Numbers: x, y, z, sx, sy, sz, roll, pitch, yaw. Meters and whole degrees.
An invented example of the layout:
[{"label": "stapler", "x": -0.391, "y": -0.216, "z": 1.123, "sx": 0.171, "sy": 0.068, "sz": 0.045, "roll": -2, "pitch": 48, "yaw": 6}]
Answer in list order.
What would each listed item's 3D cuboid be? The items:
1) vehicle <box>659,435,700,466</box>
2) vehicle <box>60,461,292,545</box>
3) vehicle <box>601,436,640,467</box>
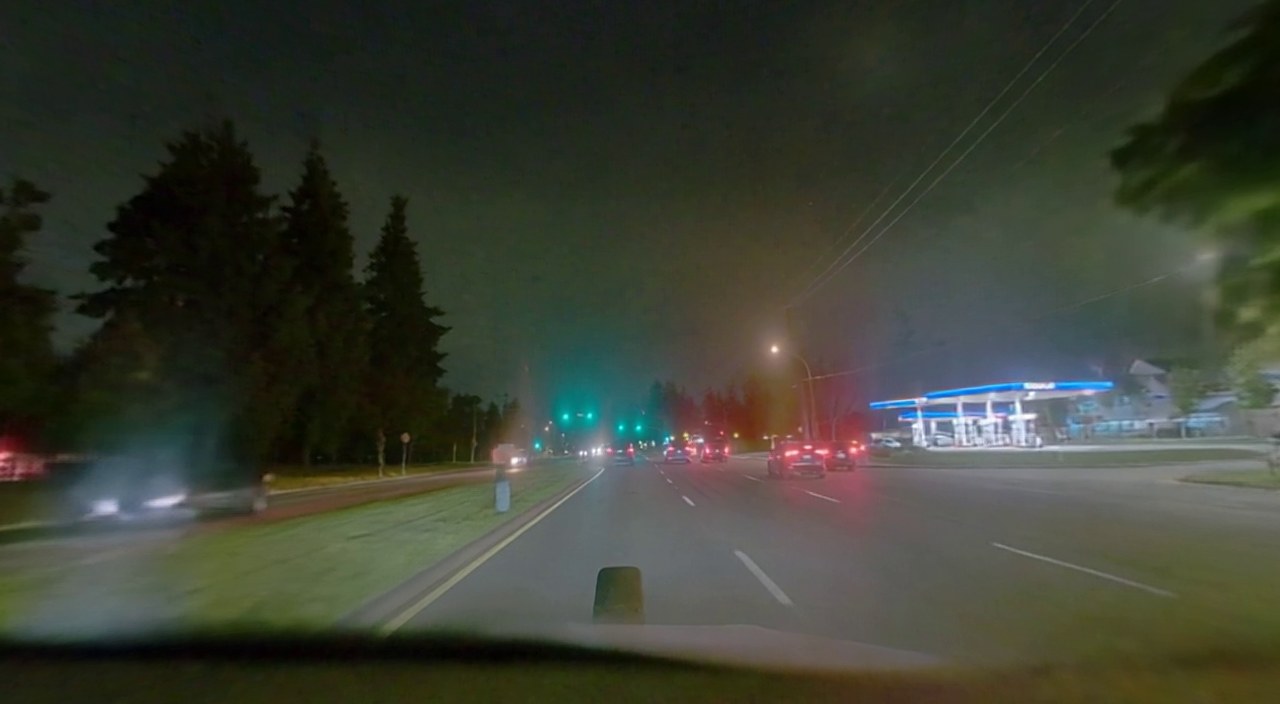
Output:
[{"label": "vehicle", "x": 2.453, "y": 6.283, "z": 40.394, "sx": 2.140, "sy": 1.800, "sz": 4.660, "roll": 0, "pitch": -8, "yaw": -2}, {"label": "vehicle", "x": -10.353, "y": 3.347, "z": 14.703, "sx": 2.052, "sy": 1.503, "sz": 4.559, "roll": 0, "pitch": -8, "yaw": -2}, {"label": "vehicle", "x": -1.290, "y": 6.215, "z": 39.719, "sx": 2.261, "sy": 1.820, "sz": 4.255, "roll": 0, "pitch": -9, "yaw": -5}]
